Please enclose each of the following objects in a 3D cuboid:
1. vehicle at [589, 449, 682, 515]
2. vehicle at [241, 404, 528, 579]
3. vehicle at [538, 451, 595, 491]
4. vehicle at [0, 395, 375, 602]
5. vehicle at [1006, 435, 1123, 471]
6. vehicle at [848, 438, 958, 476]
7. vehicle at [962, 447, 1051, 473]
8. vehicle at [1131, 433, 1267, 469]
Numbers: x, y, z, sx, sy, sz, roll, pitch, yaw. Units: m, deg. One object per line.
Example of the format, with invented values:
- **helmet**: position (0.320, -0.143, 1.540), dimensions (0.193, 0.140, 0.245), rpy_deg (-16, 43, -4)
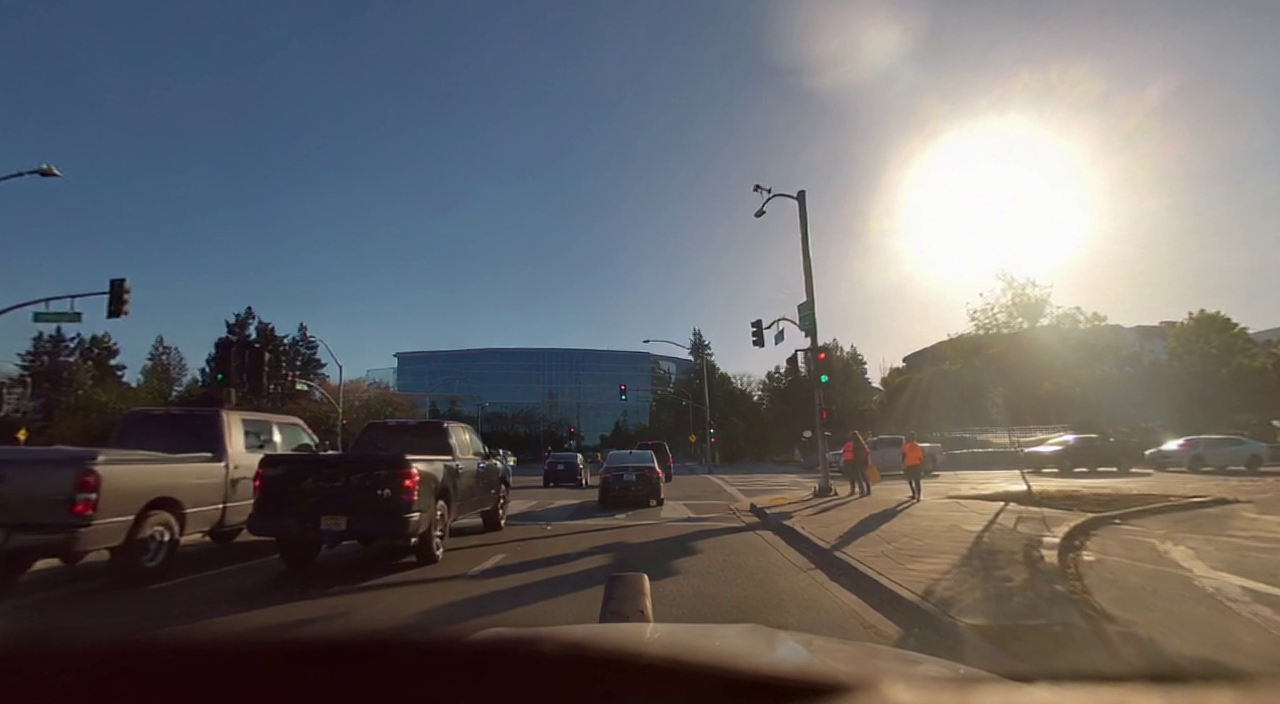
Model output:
- **vehicle**: position (-0.062, 3.346, 16.797), dimensions (2.144, 1.497, 4.446), rpy_deg (0, -9, 1)
- **vehicle**: position (-3.330, 1.954, 9.675), dimensions (2.202, 1.961, 4.980), rpy_deg (0, -9, 1)
- **vehicle**: position (-3.263, 5.410, 29.045), dimensions (2.003, 1.655, 4.878), rpy_deg (0, -9, 0)
- **vehicle**: position (-6.480, 1.899, 9.240), dimensions (2.544, 2.018, 5.893), rpy_deg (0, -9, 1)
- **vehicle**: position (22.201, 5.320, 33.101), dimensions (4.529, 1.786, 2.110), rpy_deg (-1, -9, 2)
- **vehicle**: position (12.462, 5.018, 30.090), dimensions (4.394, 1.724, 1.886), rpy_deg (0, -9, 1)
- **vehicle**: position (21.406, 6.287, 36.909), dimensions (3.983, 1.443, 1.831), rpy_deg (0, -9, 1)
- **vehicle**: position (29.205, 5.193, 33.066), dimensions (4.967, 1.794, 2.044), rpy_deg (-1, -9, 3)
